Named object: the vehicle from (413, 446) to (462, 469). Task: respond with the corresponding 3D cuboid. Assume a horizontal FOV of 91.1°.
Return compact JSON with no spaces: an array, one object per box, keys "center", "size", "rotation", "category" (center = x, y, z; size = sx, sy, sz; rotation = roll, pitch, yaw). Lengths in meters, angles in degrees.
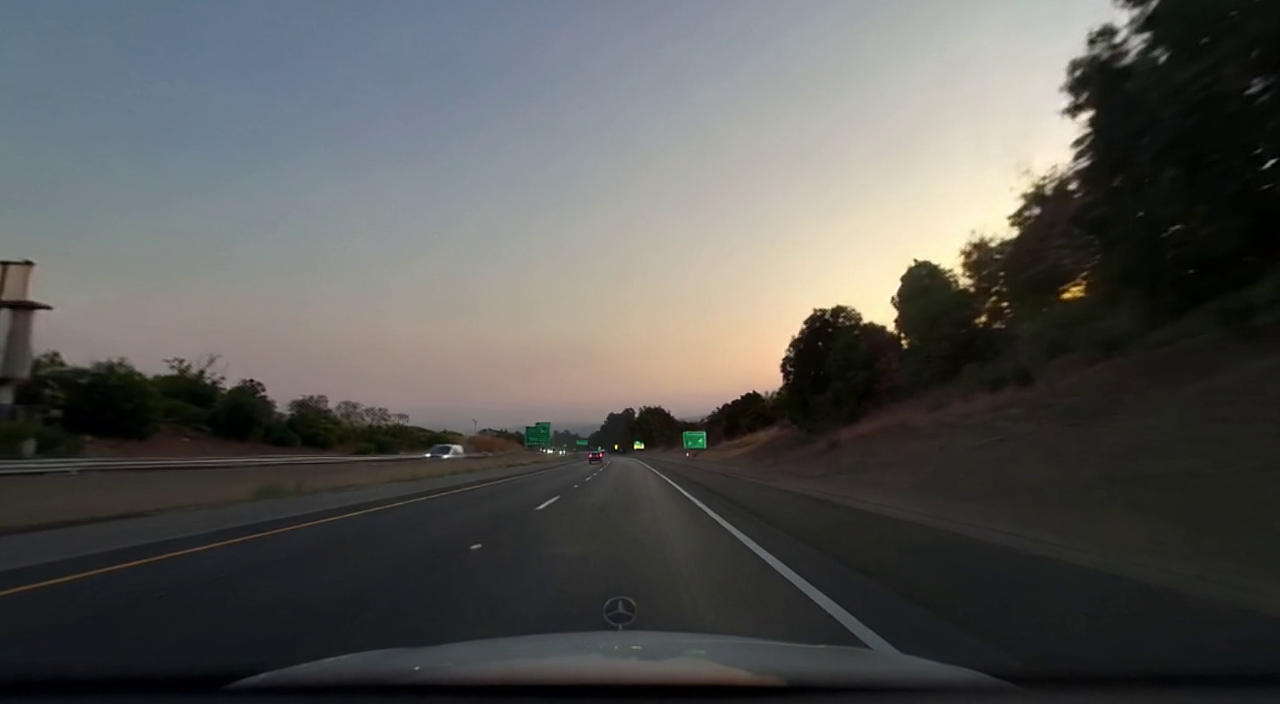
[{"center":[-14.515,7.569,45.322],"size":[1.944,1.508,4.797],"rotation":[0,-9,-1],"category":"vehicle"}]
